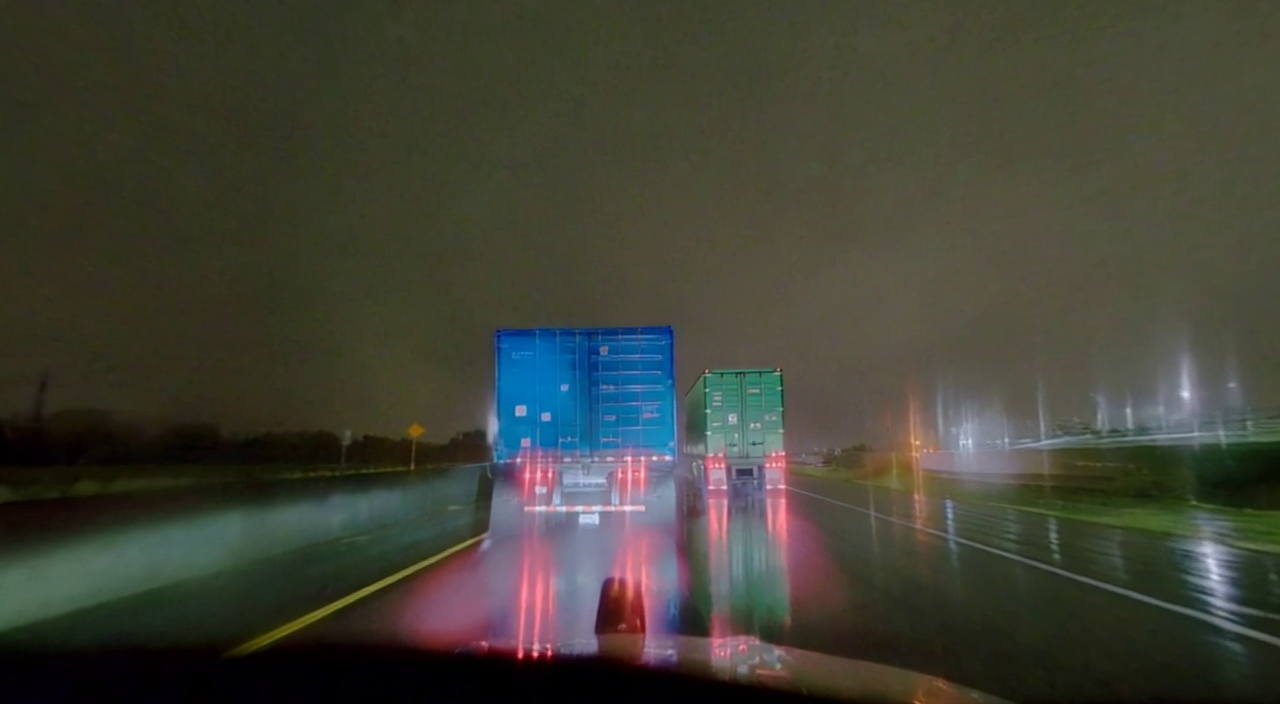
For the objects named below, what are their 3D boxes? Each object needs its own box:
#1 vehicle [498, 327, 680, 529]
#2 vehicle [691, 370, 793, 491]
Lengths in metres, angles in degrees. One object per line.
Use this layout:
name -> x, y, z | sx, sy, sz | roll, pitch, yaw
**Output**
vehicle -> -0.589, 2.579, 20.010 | 3.267, 3.655, 17.154 | 0, -8, 2
vehicle -> 3.820, 3.426, 26.564 | 2.942, 4.003, 11.297 | 0, -9, 3
